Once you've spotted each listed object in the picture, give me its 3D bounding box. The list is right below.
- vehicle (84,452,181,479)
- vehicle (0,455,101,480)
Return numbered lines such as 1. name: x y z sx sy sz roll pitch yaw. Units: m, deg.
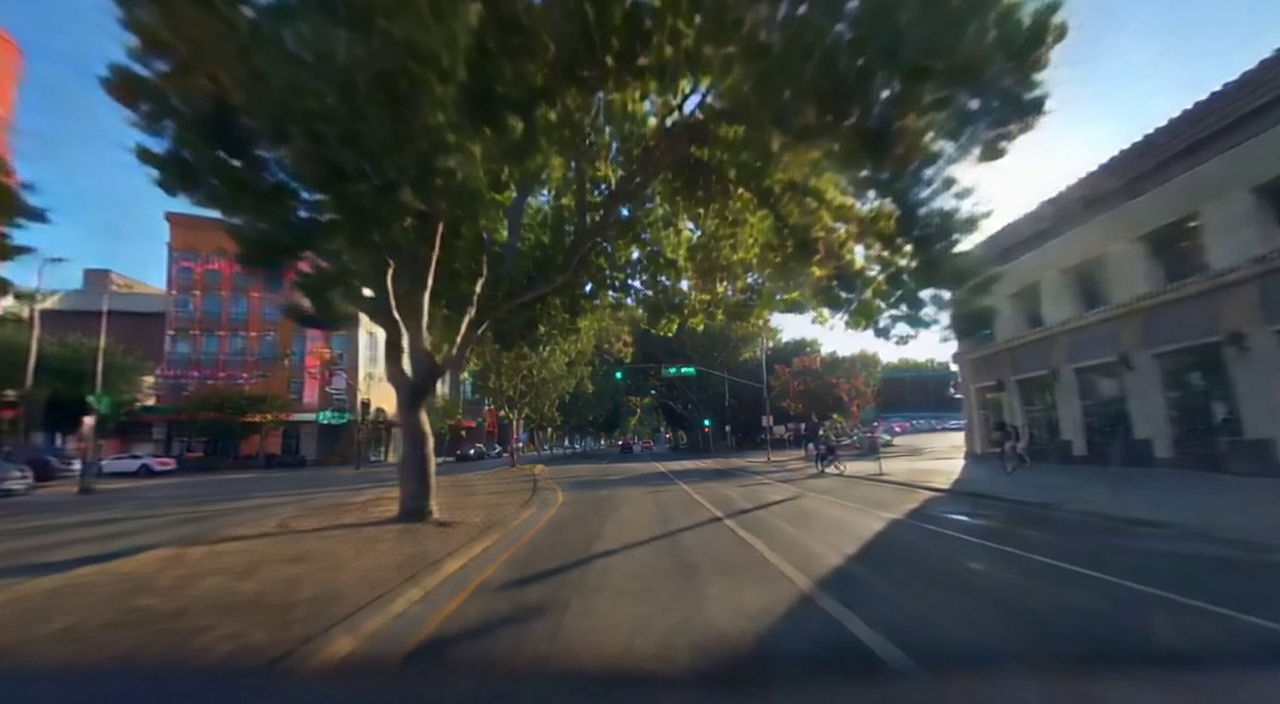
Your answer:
1. vehicle: -32.041 7.152 39.951 4.486 1.614 1.950 -1 -8 4
2. vehicle: -37.413 7.327 40.131 4.639 1.484 1.789 0 -8 0
